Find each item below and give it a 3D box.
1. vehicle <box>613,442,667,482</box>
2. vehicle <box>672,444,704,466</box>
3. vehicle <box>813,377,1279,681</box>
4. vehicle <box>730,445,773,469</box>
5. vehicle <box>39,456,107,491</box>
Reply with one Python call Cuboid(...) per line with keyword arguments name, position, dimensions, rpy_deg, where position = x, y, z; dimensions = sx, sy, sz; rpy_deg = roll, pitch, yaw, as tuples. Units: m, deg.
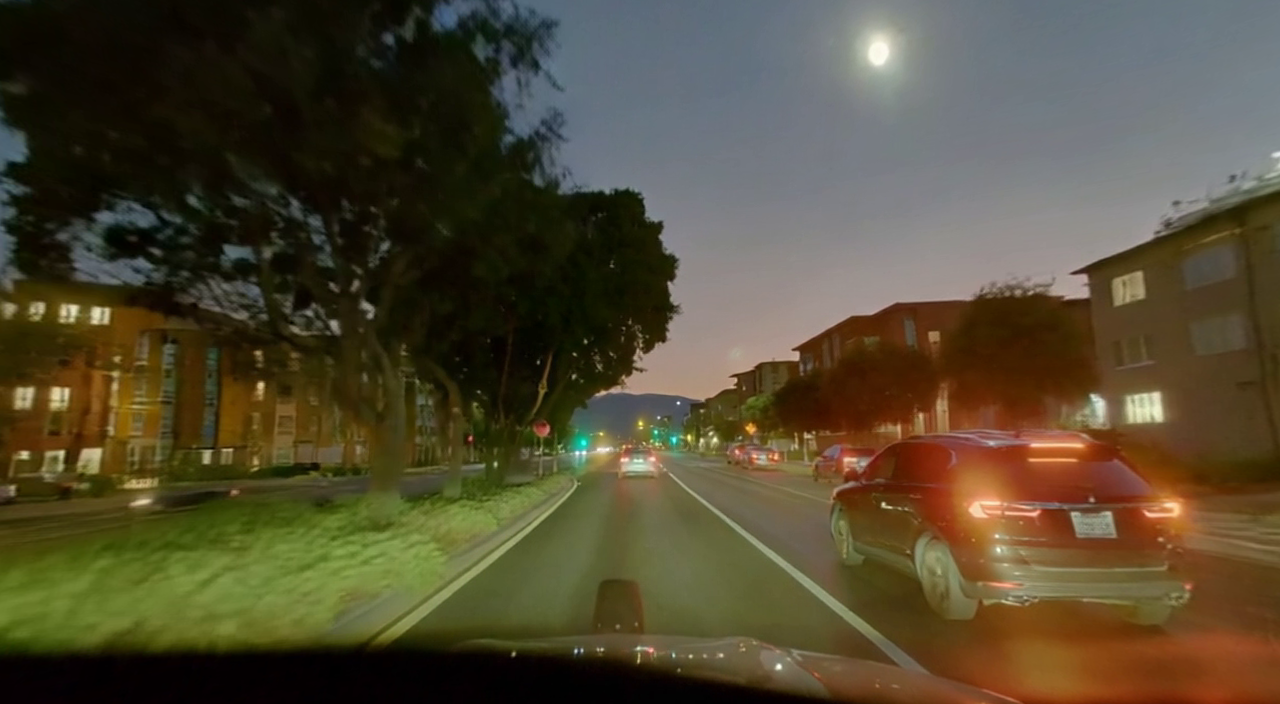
Cuboid(name="vehicle", position=(-0.028, 4.395, 25.459), dimensions=(2.006, 1.487, 3.535), rpy_deg=(0, -9, -1))
Cuboid(name="vehicle", position=(3.372, 7.344, 45.028), dimensions=(1.910, 1.474, 4.003), rpy_deg=(0, -9, -1))
Cuboid(name="vehicle", position=(3.144, 1.310, 5.697), dimensions=(1.949, 1.723, 4.020), rpy_deg=(0, -9, -1))
Cuboid(name="vehicle", position=(7.356, 6.992, 42.198), dimensions=(1.936, 1.516, 4.579), rpy_deg=(0, -9, -2))
Cuboid(name="vehicle", position=(-30.851, 6.567, 34.332), dimensions=(4.272, 1.704, 2.031), rpy_deg=(-8, -11, 40))
